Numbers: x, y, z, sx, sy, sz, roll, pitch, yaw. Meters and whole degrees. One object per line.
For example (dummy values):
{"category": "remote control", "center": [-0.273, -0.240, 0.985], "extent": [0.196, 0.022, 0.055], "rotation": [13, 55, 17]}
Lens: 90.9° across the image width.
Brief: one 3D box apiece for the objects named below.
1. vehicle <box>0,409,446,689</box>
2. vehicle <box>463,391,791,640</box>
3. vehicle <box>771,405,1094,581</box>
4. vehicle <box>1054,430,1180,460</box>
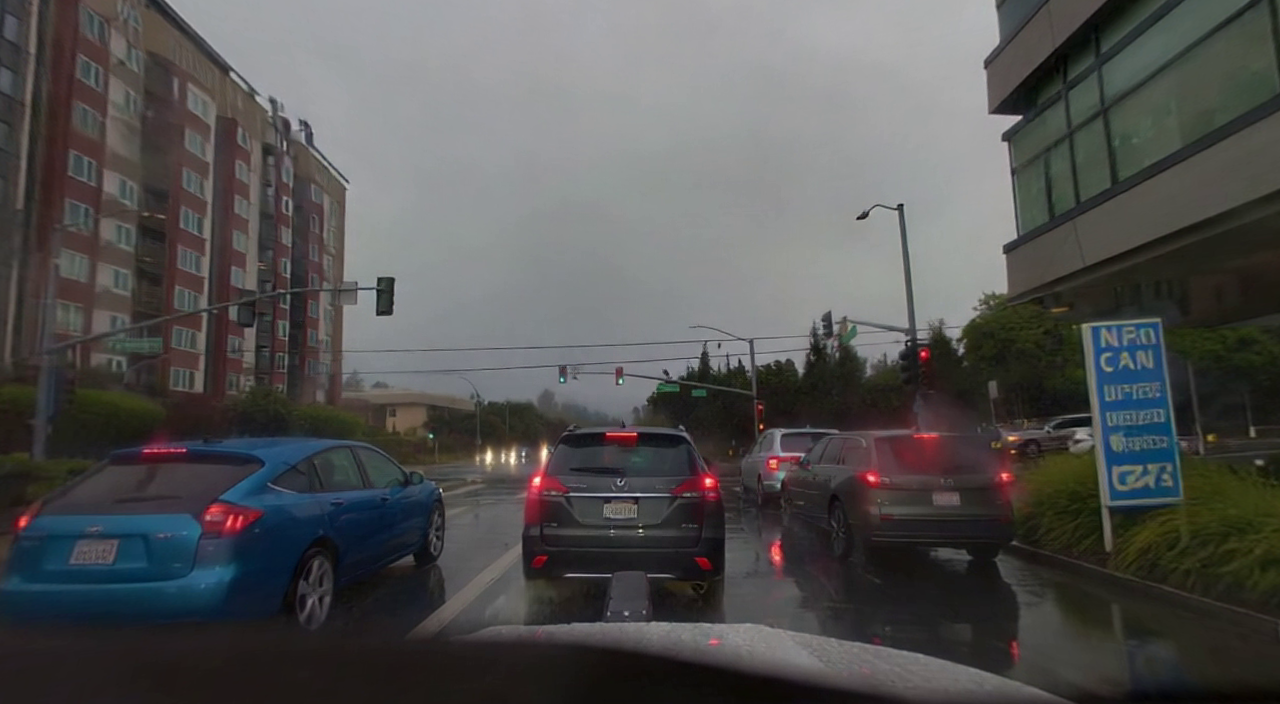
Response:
{"category": "vehicle", "center": [-3.544, 1.420, 5.825], "extent": [1.906, 1.524, 4.547], "rotation": [0, -8, 2]}
{"category": "vehicle", "center": [-0.098, 1.414, 6.439], "extent": [2.195, 1.662, 4.262], "rotation": [0, -8, 0]}
{"category": "vehicle", "center": [3.221, 1.662, 8.256], "extent": [2.004, 1.646, 4.554], "rotation": [0, -8, 0]}
{"category": "vehicle", "center": [23.916, 4.678, 31.713], "extent": [4.723, 1.460, 1.904], "rotation": [0, -8, 0]}
